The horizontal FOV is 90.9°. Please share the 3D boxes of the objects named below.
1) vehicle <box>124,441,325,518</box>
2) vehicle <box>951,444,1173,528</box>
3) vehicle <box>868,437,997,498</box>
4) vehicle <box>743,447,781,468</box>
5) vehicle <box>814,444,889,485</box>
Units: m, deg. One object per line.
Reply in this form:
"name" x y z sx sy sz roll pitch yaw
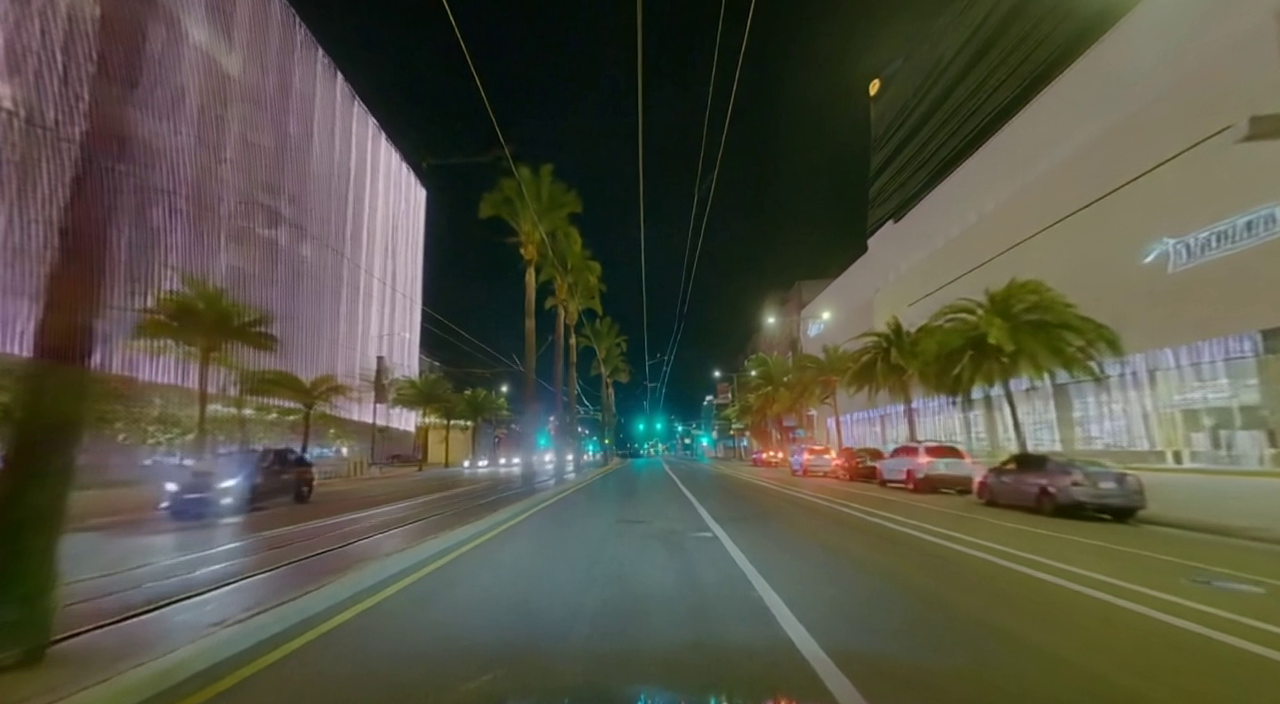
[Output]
"vehicle" -10.630 3.245 16.707 2.042 1.716 4.634 -1 -8 2
"vehicle" 8.637 2.727 13.493 1.733 1.468 4.326 0 -8 0
"vehicle" 8.722 3.450 19.317 1.867 1.627 4.357 0 -8 0
"vehicle" 9.114 7.868 47.317 1.822 1.494 4.385 0 -8 -2
"vehicle" 8.492 4.523 25.661 1.715 1.500 3.910 0 -8 1
